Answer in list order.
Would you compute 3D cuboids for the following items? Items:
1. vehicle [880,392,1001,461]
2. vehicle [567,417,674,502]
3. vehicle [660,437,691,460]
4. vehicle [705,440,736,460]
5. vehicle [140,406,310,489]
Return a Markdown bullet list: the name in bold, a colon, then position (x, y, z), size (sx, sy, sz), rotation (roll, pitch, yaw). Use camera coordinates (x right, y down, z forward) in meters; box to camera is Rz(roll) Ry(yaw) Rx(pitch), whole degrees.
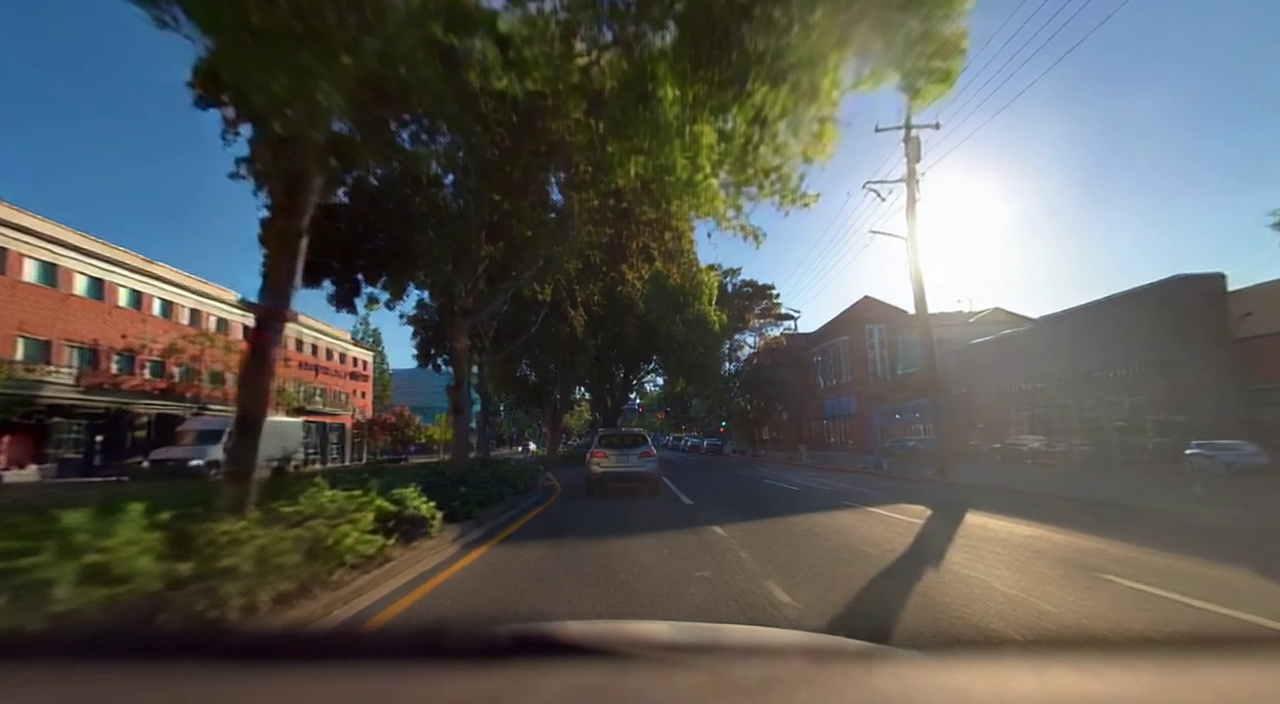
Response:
- **vehicle**: position (18.181, 4.750, 39.206), size (3.269, 3.755, 8.862), rotation (0, -9, 1)
- **vehicle**: position (-0.481, 2.623, 15.735), size (2.277, 1.816, 4.192), rotation (0, -9, -2)
- **vehicle**: position (2.549, 7.129, 46.563), size (1.929, 1.590, 4.287), rotation (0, -9, -1)
- **vehicle**: position (6.168, 7.518, 48.604), size (1.777, 1.443, 3.942), rotation (0, -9, -1)
- **vehicle**: position (-19.136, 4.518, 29.977), size (2.811, 3.399, 7.898), rotation (0, -9, -2)
